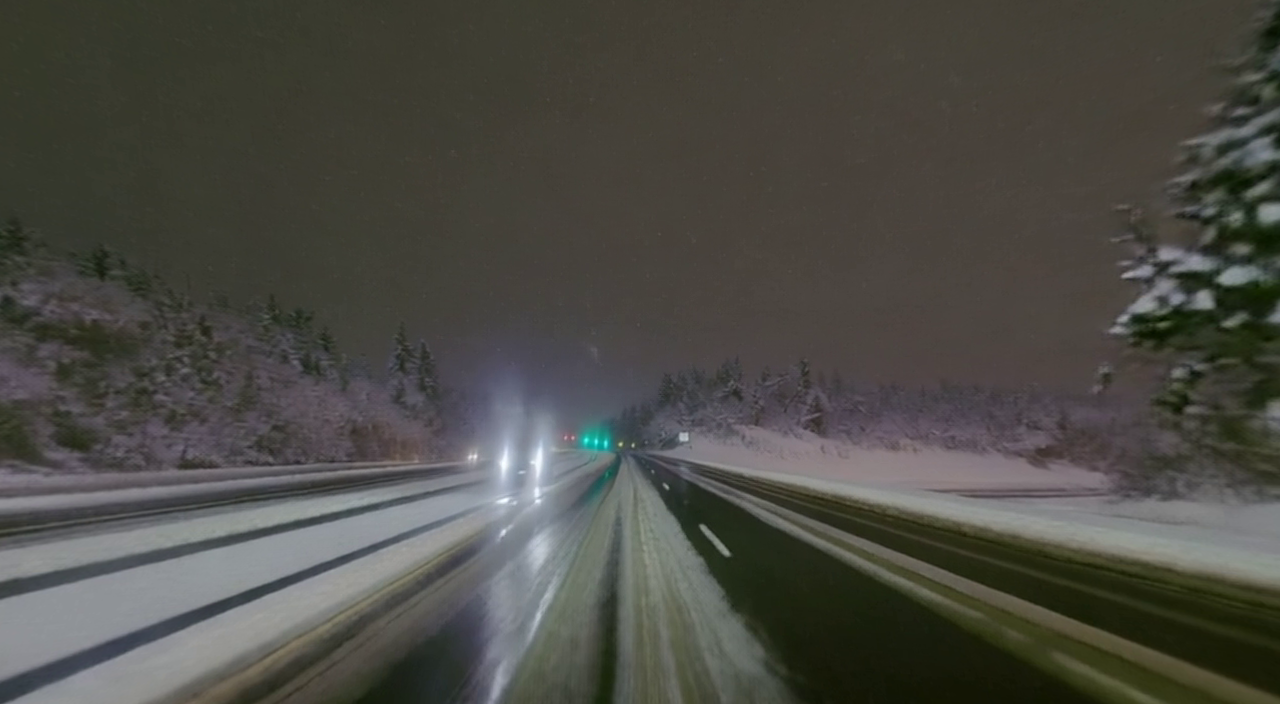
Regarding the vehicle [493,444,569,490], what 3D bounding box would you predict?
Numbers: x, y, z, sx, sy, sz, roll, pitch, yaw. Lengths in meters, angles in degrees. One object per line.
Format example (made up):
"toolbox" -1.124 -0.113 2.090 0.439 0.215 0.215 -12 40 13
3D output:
"vehicle" -3.887 4.156 23.124 1.722 1.523 3.736 -1 -9 7
